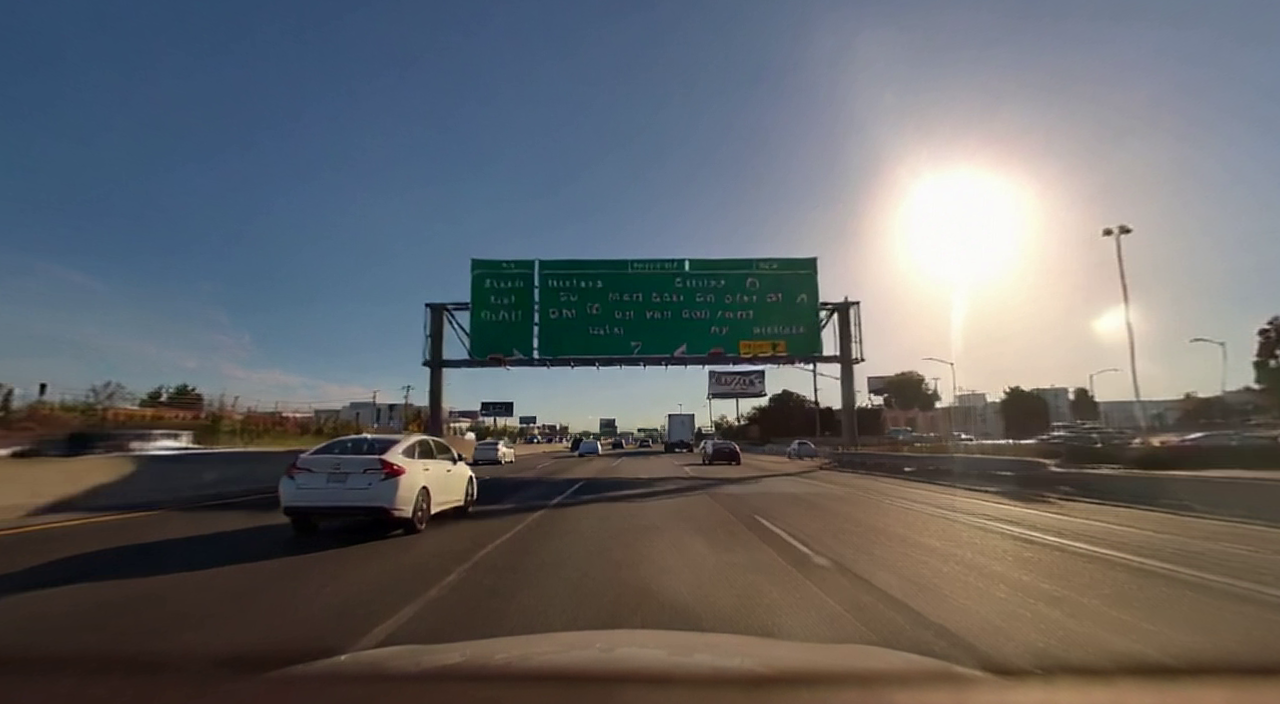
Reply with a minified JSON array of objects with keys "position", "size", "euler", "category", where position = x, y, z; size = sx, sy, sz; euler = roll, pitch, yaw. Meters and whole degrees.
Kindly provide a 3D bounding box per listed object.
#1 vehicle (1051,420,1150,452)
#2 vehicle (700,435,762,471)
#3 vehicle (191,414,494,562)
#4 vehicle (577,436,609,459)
[{"position":[35.897,6.575,49.190],"size":[5.729,2.378,2.285],"euler":[0,-9,2],"category":"vehicle"},{"position":[4.116,4.664,29.238],"size":[2.135,1.532,4.506],"euler":[0,-9,-1],"category":"vehicle"},{"position":[-3.581,1.731,8.698],"size":[2.008,1.504,4.264],"euler":[0,-9,1],"category":"vehicle"},{"position":[-3.338,6.890,45.483],"size":[2.001,1.577,4.055],"euler":[0,-9,0],"category":"vehicle"}]
